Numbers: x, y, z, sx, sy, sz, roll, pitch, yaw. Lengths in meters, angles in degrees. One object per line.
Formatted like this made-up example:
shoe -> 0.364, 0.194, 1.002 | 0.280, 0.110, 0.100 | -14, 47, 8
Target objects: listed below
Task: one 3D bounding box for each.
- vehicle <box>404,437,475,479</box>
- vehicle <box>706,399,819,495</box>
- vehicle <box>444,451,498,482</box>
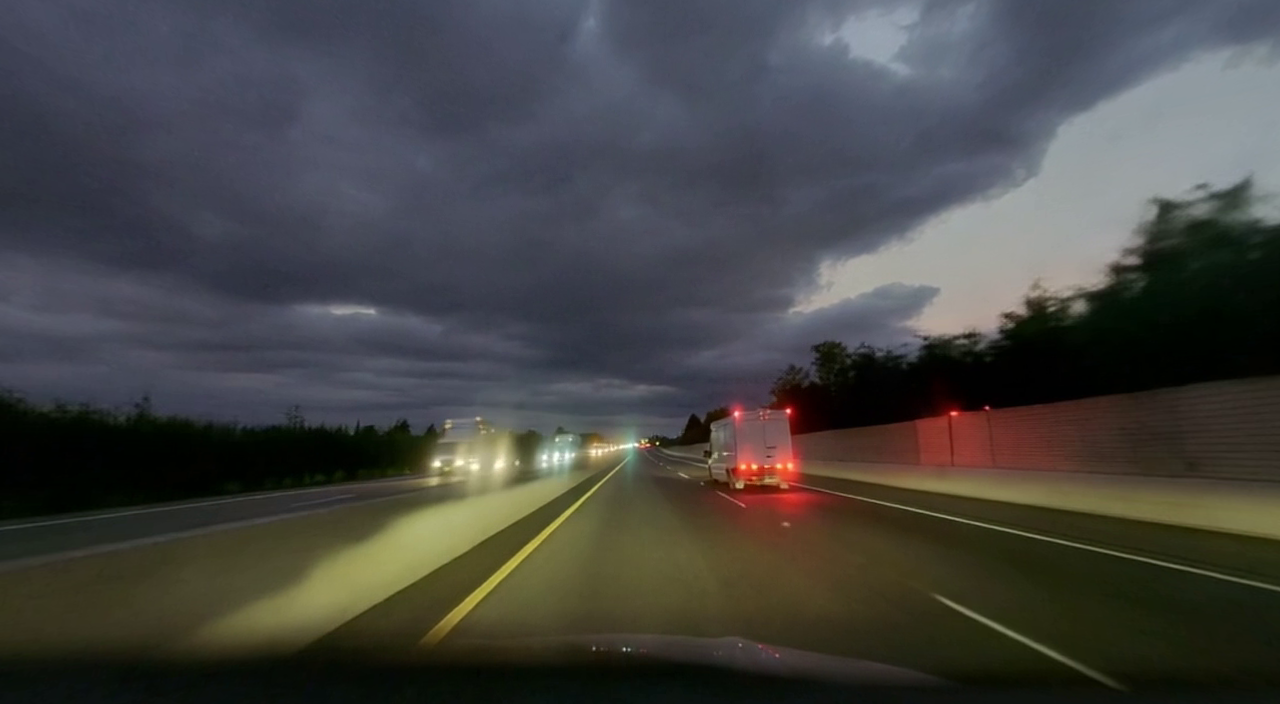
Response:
vehicle -> -12.936, 6.904, 41.180 | 2.601, 2.464, 6.400 | 0, -9, -1
vehicle -> 3.974, 3.334, 22.039 | 2.449, 2.805, 6.763 | 0, -9, -1
vehicle -> -8.813, 5.980, 33.033 | 1.816, 1.460, 3.681 | 0, -9, 0
